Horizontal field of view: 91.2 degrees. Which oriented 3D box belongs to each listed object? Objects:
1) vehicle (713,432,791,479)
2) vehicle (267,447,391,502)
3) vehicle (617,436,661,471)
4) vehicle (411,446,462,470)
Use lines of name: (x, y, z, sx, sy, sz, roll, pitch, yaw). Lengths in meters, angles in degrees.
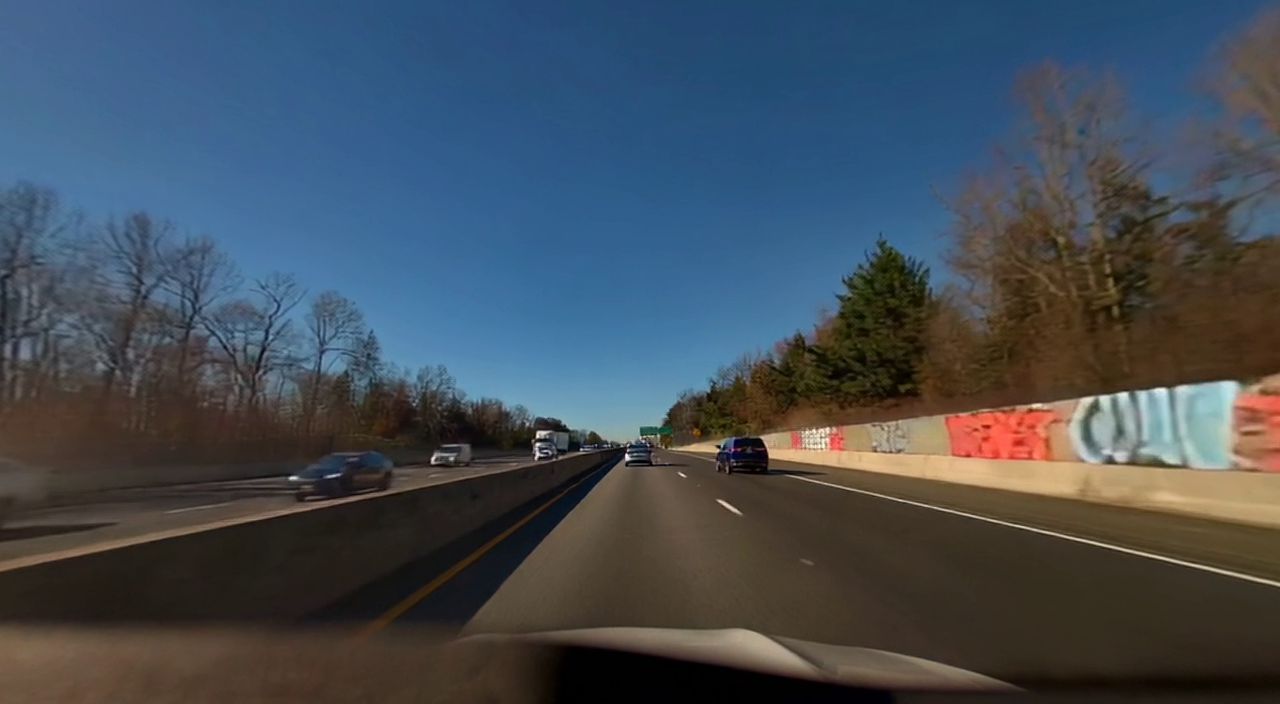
vehicle: (4.202, 3.992, 24.309, 2.303, 1.614, 4.154, -1, -9, 1)
vehicle: (-9.593, 3.766, 19.733, 1.895, 1.504, 3.928, 0, -9, 0)
vehicle: (-0.086, 5.171, 32.075, 2.095, 1.671, 4.219, 0, -9, 0)
vehicle: (-13.770, 7.172, 42.682, 1.920, 1.545, 4.341, -1, -9, 1)
